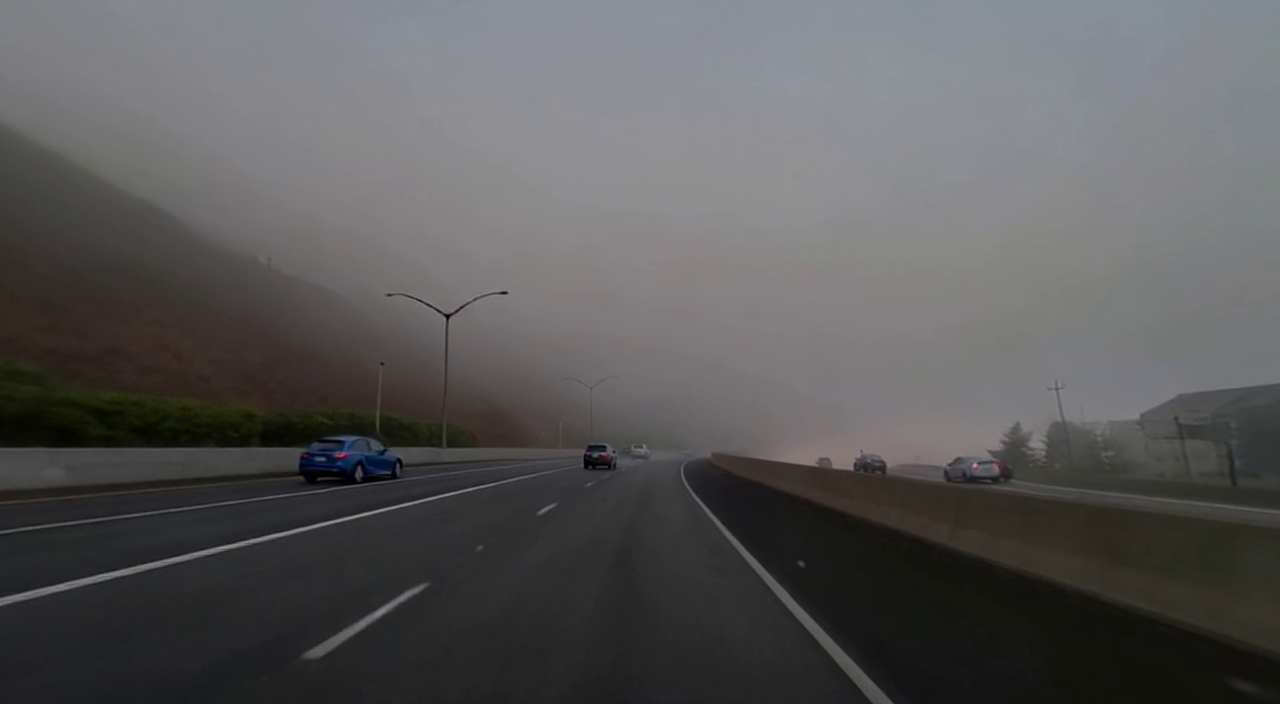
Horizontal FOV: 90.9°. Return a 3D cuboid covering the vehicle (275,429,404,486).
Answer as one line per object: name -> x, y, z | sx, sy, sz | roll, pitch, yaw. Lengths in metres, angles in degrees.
vehicle -> -10.256, 3.636, 22.032 | 2.039, 1.746, 4.528 | 0, -8, 3

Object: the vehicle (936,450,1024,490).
vehicle -> 14.915, 5.145, 27.970 | 1.786, 1.559, 4.496 | -1, -8, 5

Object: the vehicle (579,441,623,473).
vehicle -> -2.236, 6.185, 37.313 | 2.028, 1.782, 4.150 | -1, -8, 4
